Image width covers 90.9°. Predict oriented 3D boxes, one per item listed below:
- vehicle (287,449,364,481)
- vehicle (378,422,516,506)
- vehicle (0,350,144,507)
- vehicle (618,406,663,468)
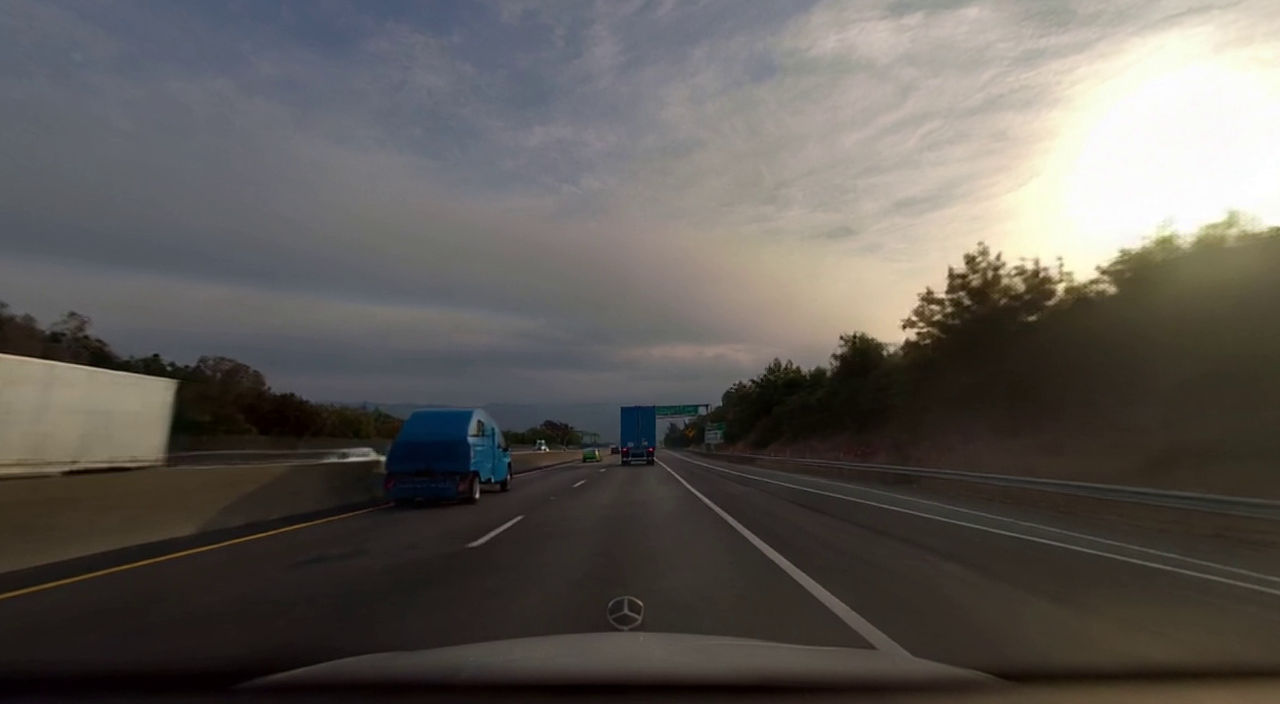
[{"bbox_3d":[-15.141,5.428,30.558,1.813,1.446,3.843,0,-9,-1],"label":"vehicle"},{"bbox_3d":[-4.642,2.781,16.052,2.042,1.815,4.639,0,-9,0],"label":"vehicle"},{"bbox_3d":[-17.783,1.538,13.378,2.855,3.978,14.229,0,-9,0],"label":"vehicle"},{"bbox_3d":[0.097,6.237,45.841,2.899,3.966,10.053,0,-9,1],"label":"vehicle"}]
